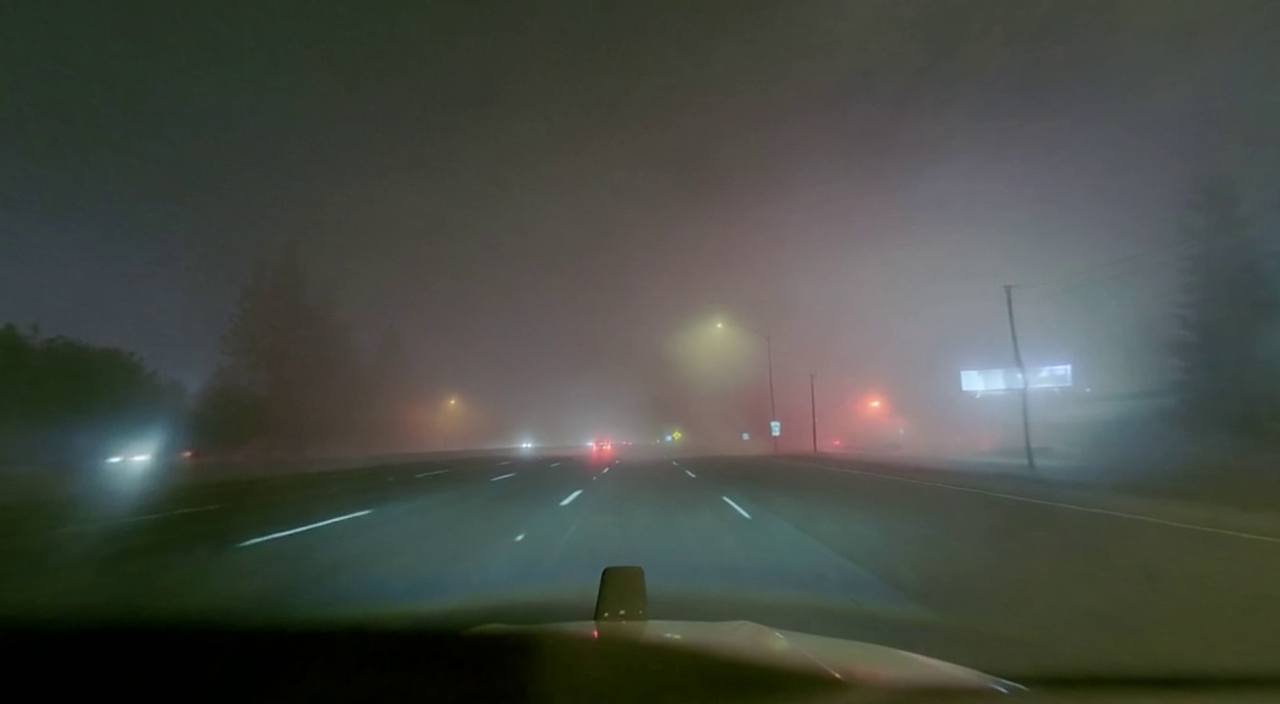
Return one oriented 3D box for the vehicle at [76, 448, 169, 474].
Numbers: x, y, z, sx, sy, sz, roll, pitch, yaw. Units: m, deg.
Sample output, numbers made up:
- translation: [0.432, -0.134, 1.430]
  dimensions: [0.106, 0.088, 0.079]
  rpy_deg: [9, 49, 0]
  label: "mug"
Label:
- translation: [-32.018, 6.720, 39.195]
  dimensions: [1.796, 1.467, 4.575]
  rpy_deg: [0, -8, 1]
  label: "vehicle"
